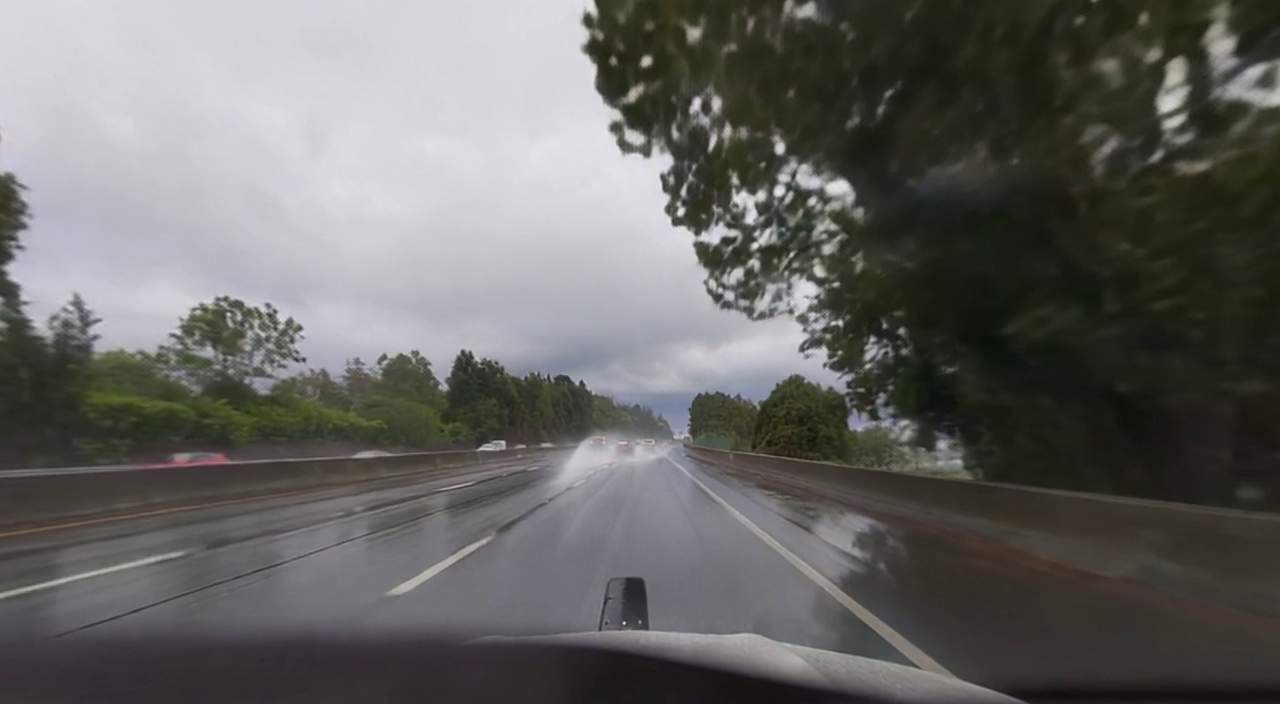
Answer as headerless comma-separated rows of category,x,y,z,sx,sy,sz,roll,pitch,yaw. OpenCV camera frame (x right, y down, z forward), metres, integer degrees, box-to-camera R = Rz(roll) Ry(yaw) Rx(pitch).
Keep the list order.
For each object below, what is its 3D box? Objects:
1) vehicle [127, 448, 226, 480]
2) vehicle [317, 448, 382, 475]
vehicle,-23.683,5.700,32.386,1.899,1.468,4.131,0,-8,1
vehicle,-15.967,6.008,34.806,1.760,1.376,3.808,0,-8,1
